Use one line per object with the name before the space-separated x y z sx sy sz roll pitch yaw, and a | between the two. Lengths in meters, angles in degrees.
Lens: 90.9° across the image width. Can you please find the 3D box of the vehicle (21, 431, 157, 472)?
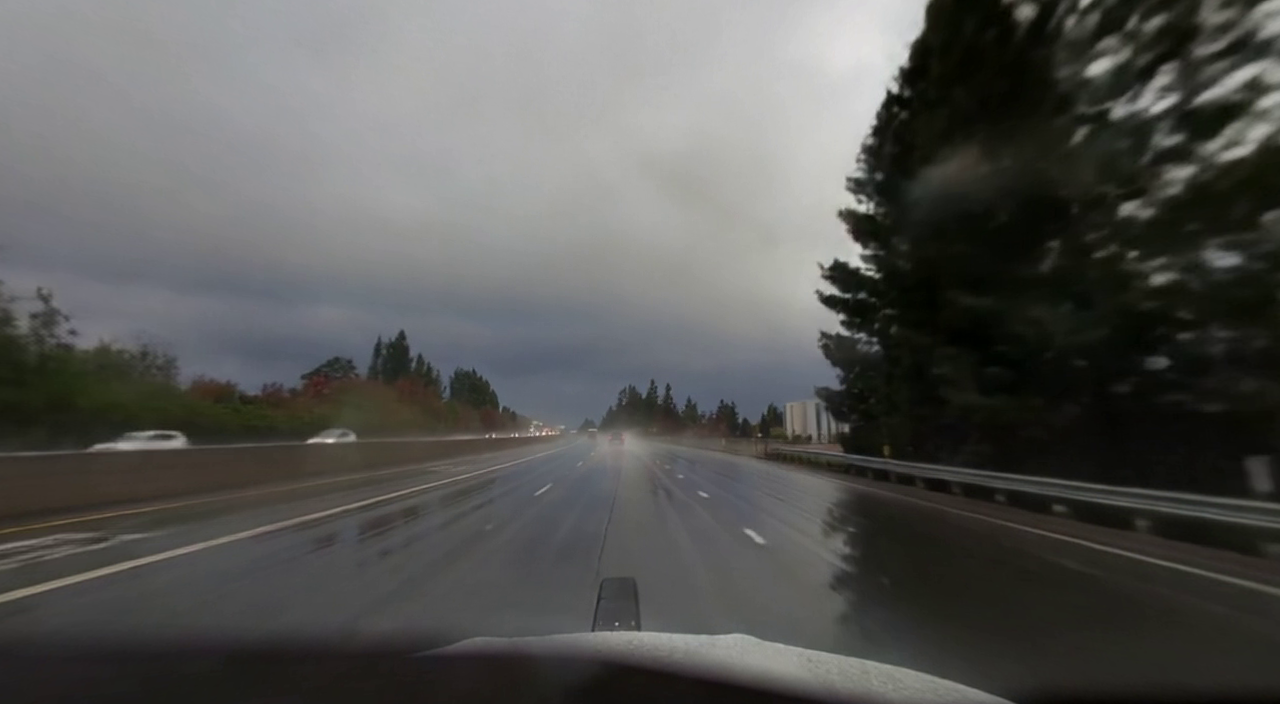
vehicle | -22.330 4.003 25.788 1.926 1.524 4.083 0 -8 -2

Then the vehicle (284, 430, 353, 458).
vehicle | -19.499 5.552 38.410 1.858 1.586 4.625 0 -8 -2
